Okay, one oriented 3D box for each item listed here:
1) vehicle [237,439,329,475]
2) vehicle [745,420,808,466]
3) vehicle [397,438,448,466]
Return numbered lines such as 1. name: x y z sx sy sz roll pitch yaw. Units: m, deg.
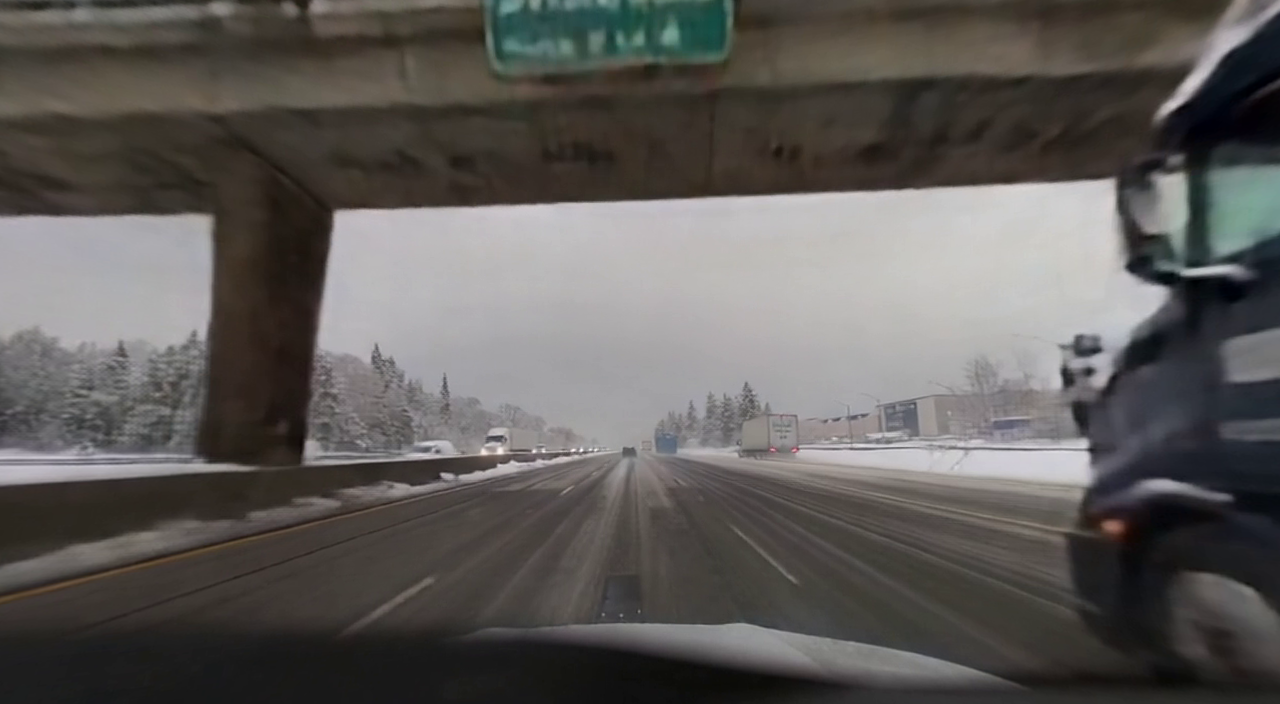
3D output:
1. vehicle: -17.751 5.241 31.691 1.928 1.648 4.514 0 -9 1
2. vehicle: 10.543 7.240 49.955 2.912 3.293 9.588 0 -9 0
3. vehicle: -13.784 6.351 40.246 1.807 1.667 3.770 0 -9 1
